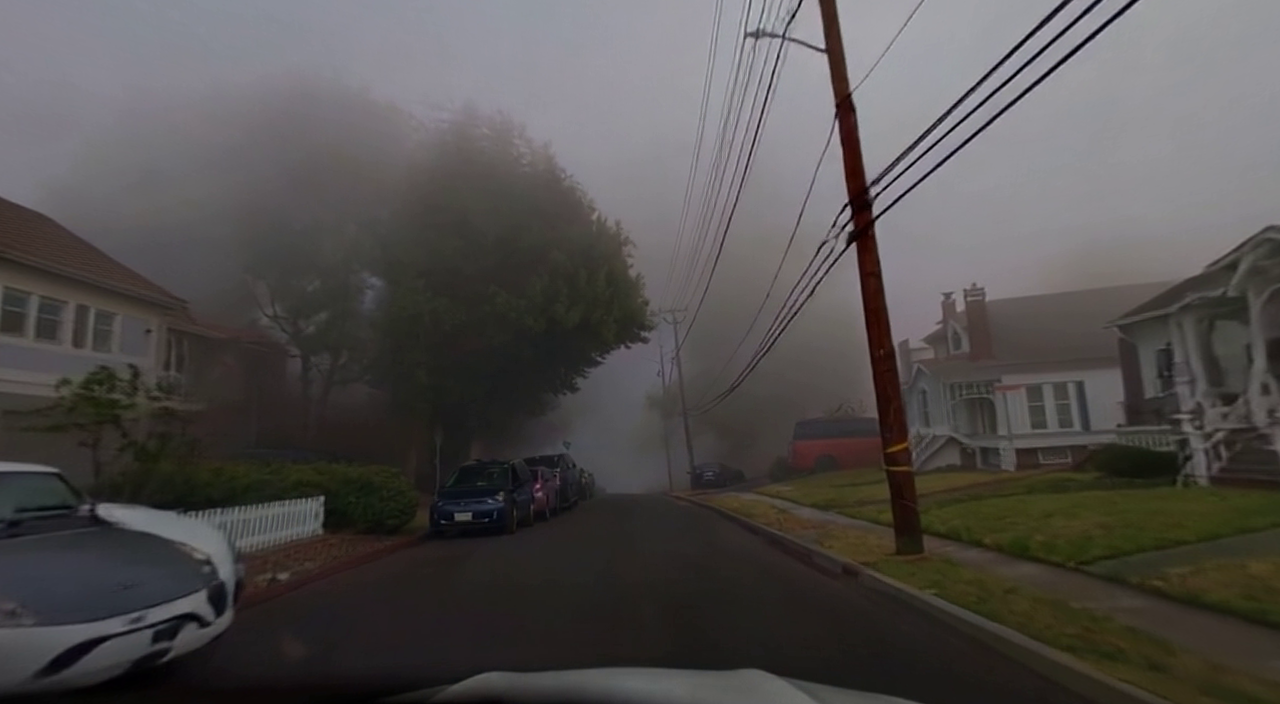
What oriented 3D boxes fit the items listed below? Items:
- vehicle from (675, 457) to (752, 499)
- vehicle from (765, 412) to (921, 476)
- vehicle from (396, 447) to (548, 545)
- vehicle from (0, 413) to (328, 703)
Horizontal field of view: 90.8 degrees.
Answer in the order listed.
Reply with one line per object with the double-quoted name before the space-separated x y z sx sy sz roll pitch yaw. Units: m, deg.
"vehicle" 3.142 5.357 27.189 3.005 1.535 4.025 -1 -8 6
"vehicle" 6.360 2.926 20.128 4.249 1.905 1.904 0 -8 -2
"vehicle" -3.144 2.752 12.948 2.081 1.589 4.691 0 -8 -4
"vehicle" -4.998 1.330 4.137 4.537 1.595 2.471 1 -14 -2
